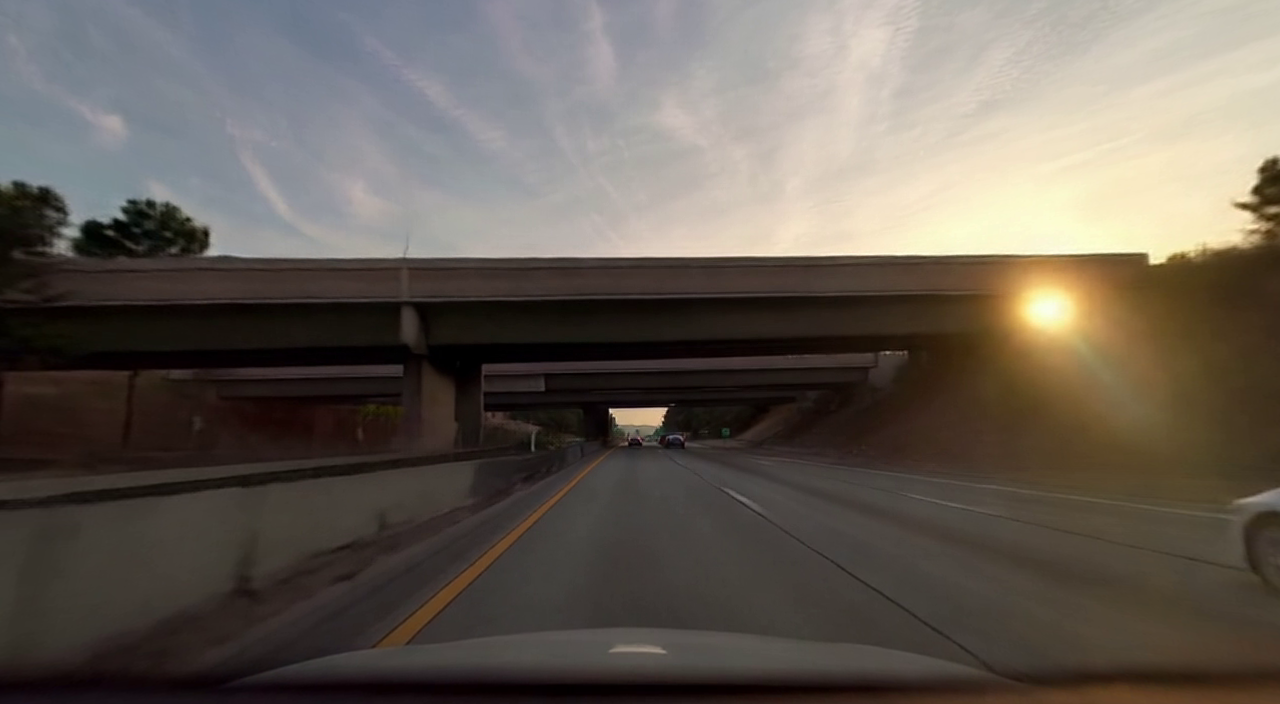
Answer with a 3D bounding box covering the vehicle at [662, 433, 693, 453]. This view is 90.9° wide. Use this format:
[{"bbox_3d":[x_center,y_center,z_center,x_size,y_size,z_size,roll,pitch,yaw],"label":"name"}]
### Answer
[{"bbox_3d":[2.787,6.872,47.653,1.981,1.490,3.449,0,-8,-3],"label":"vehicle"}]
